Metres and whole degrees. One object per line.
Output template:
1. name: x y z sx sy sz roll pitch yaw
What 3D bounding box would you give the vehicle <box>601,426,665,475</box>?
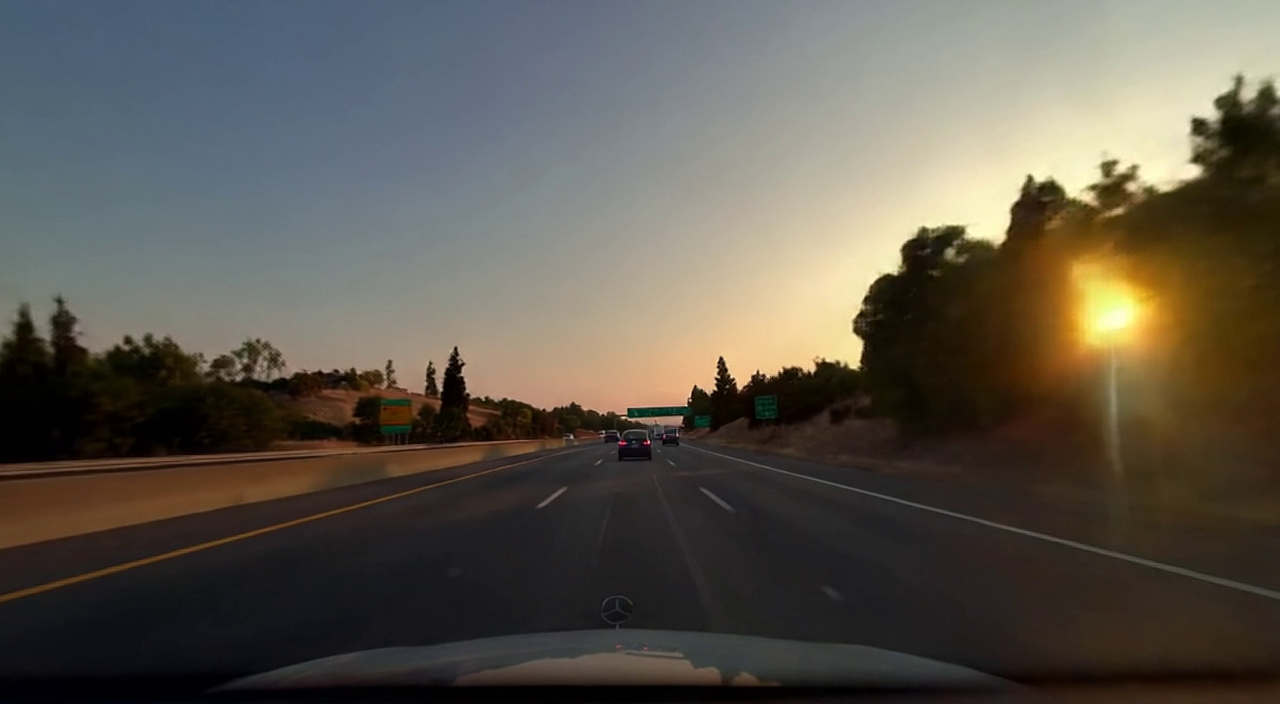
1. vehicle: -0.265 3.523 22.704 2.094 1.600 3.666 0 -8 -1
